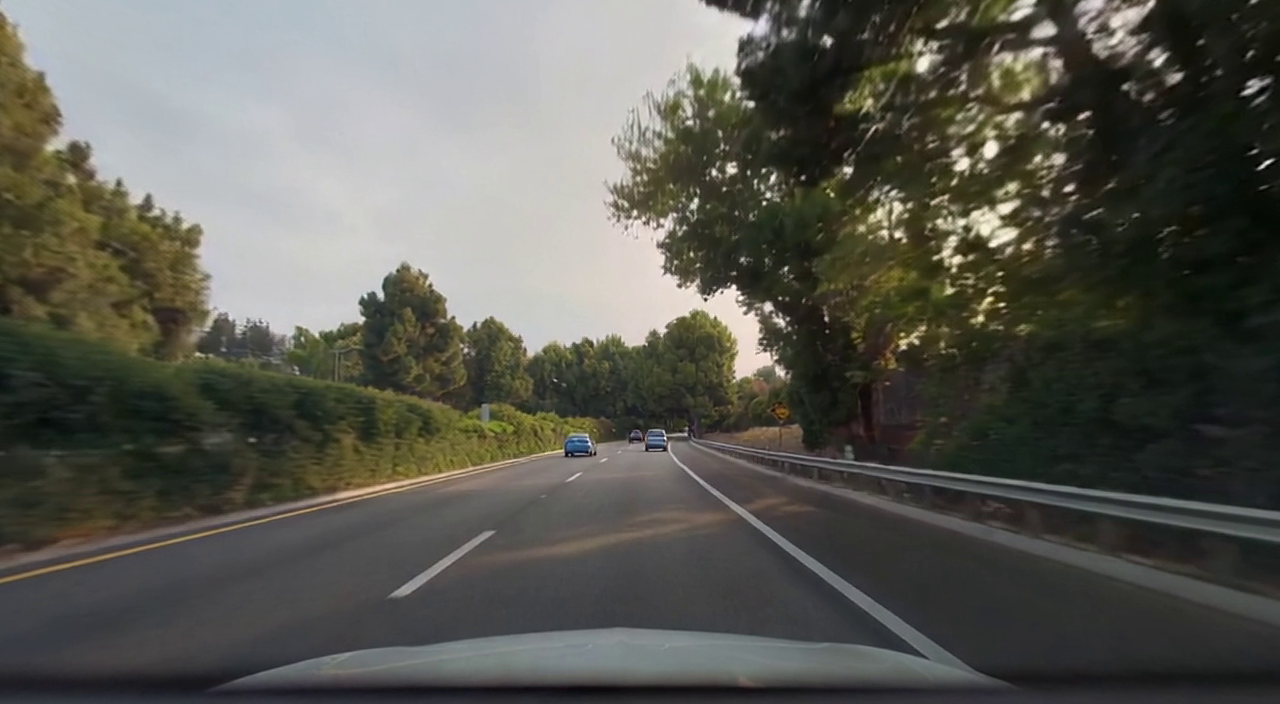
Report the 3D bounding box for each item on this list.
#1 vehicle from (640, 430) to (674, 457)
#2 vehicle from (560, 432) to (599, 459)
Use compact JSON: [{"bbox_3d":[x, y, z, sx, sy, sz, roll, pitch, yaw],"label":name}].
[{"bbox_3d":[1.024,5.810,40.255,2.041,1.618,3.898,0,-8,0],"label":"vehicle"},{"bbox_3d":[-3.529,5.521,37.450,1.950,1.518,3.941,0,-8,0],"label":"vehicle"}]
